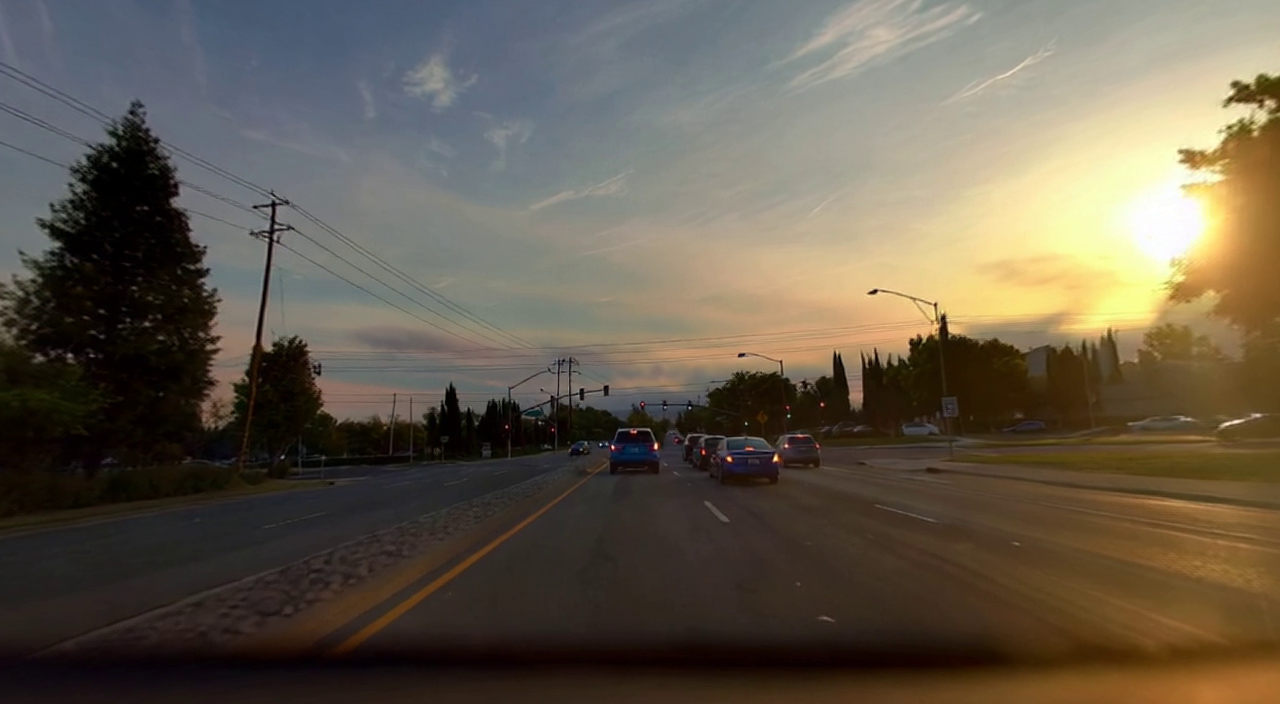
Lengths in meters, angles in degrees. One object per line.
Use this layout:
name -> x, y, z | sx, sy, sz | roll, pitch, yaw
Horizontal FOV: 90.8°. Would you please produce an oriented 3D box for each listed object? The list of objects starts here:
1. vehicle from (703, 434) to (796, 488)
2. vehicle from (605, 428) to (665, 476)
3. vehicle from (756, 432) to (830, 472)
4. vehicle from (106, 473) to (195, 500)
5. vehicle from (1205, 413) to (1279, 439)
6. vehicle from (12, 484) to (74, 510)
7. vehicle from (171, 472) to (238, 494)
vehicle -> 3.231, 3.346, 19.650 | 1.984, 1.462, 4.513 | 0, -9, -1
vehicle -> -0.230, 4.169, 26.552 | 2.300, 1.821, 4.254 | 0, -9, -1
vehicle -> 6.886, 4.572, 29.013 | 2.198, 1.678, 4.419 | 0, -9, -2
vehicle -> -33.225, 9.155, 42.989 | 4.224, 1.614, 2.123 | 0, -9, -3
vehicle -> 47.825, 5.632, 47.800 | 7.088, 1.918, 2.678 | -5, -9, 34
vehicle -> -44.355, 10.758, 47.036 | 1.803, 1.493, 4.025 | 3, -8, -20
vehicle -> -33.576, 10.108, 48.773 | 3.637, 1.483, 2.007 | 1, -7, 0
